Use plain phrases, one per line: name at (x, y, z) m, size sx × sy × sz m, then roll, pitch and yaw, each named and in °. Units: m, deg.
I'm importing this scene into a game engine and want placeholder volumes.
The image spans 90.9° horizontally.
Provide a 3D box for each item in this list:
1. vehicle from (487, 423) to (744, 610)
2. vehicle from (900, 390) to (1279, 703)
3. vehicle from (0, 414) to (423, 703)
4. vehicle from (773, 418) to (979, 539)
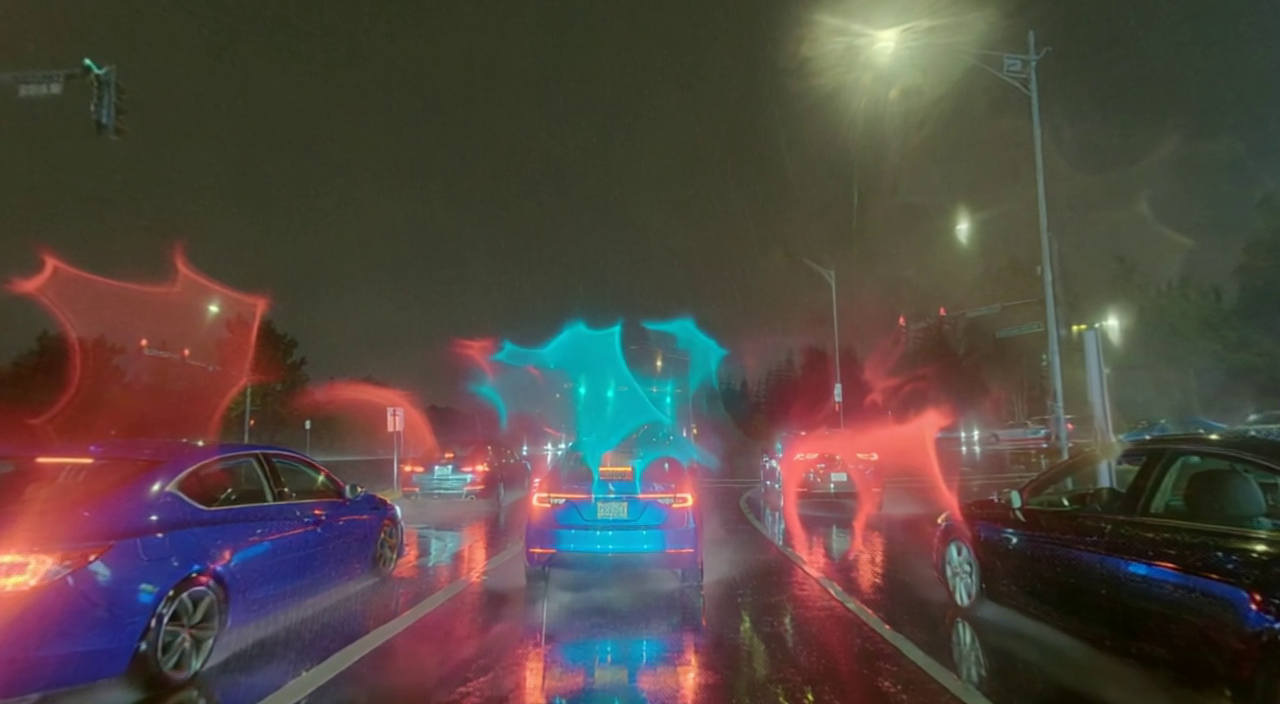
vehicle at (-0.184, 1.623, 7.128) m, size 2.059 × 1.477 × 3.988 m, roll 0°, pitch -8°, yaw 1°
vehicle at (3.430, 1.092, 3.693) m, size 1.981 × 1.499 × 4.536 m, roll 0°, pitch -8°, yaw 2°
vehicle at (-3.409, 1.301, 4.717) m, size 1.980 × 1.454 × 4.226 m, roll 0°, pitch -8°, yaw 1°
vehicle at (3.767, 2.095, 11.007) m, size 2.007 × 1.683 × 4.171 m, roll 0°, pitch -8°, yaw 1°
